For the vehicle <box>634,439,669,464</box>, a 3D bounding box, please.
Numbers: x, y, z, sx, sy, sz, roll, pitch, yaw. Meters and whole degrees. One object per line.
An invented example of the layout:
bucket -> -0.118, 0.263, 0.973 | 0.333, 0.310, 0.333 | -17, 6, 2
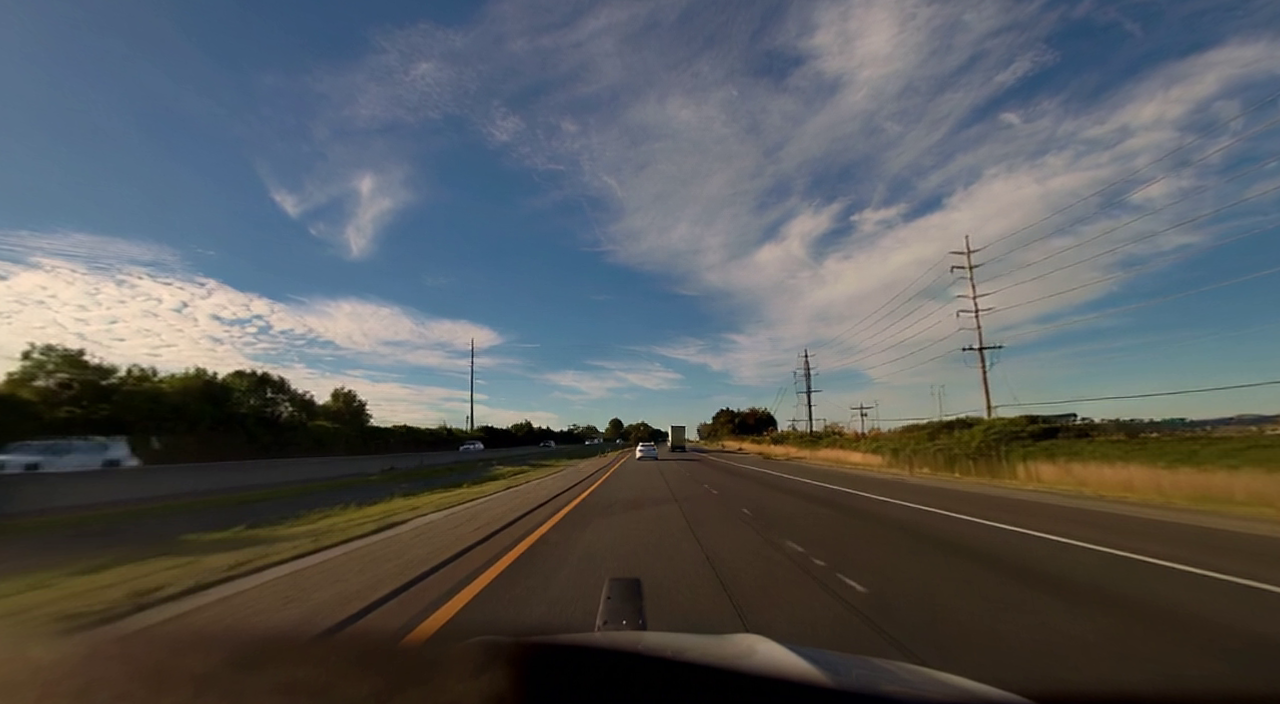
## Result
vehicle -> 0.781, 6.734, 42.914 | 2.192, 1.556, 4.132 | -1, -8, 1

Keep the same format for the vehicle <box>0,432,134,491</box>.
vehicle -> -21.435, 3.924, 22.852 | 2.039, 1.874, 4.958 | -1, -8, 0
